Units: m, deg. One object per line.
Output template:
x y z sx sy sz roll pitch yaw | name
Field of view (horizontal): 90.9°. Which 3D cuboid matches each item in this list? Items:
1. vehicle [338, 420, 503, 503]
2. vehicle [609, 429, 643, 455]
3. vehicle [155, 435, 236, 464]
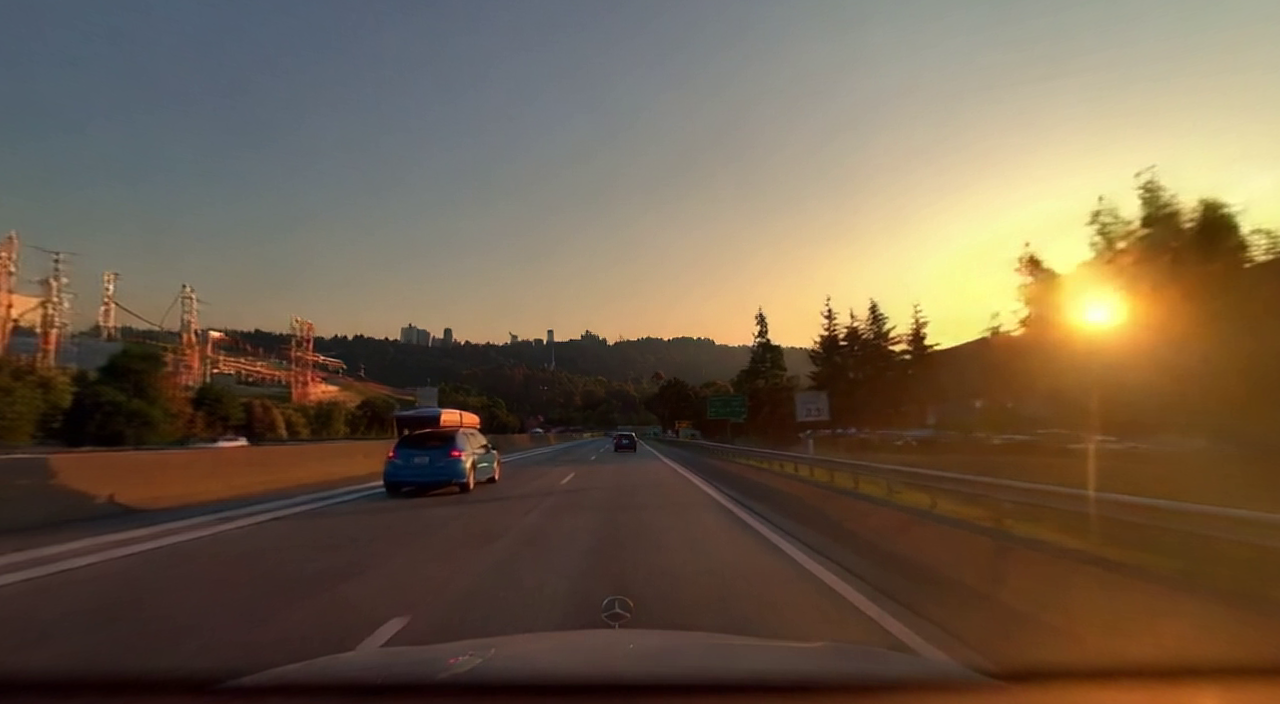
-4.780 2.435 14.602 2.189 1.580 4.607 0 -8 -1 | vehicle
-0.911 5.973 41.967 2.151 1.618 3.898 0 -8 -1 | vehicle
-27.782 6.094 39.554 1.914 1.678 4.212 0 -8 2 | vehicle
